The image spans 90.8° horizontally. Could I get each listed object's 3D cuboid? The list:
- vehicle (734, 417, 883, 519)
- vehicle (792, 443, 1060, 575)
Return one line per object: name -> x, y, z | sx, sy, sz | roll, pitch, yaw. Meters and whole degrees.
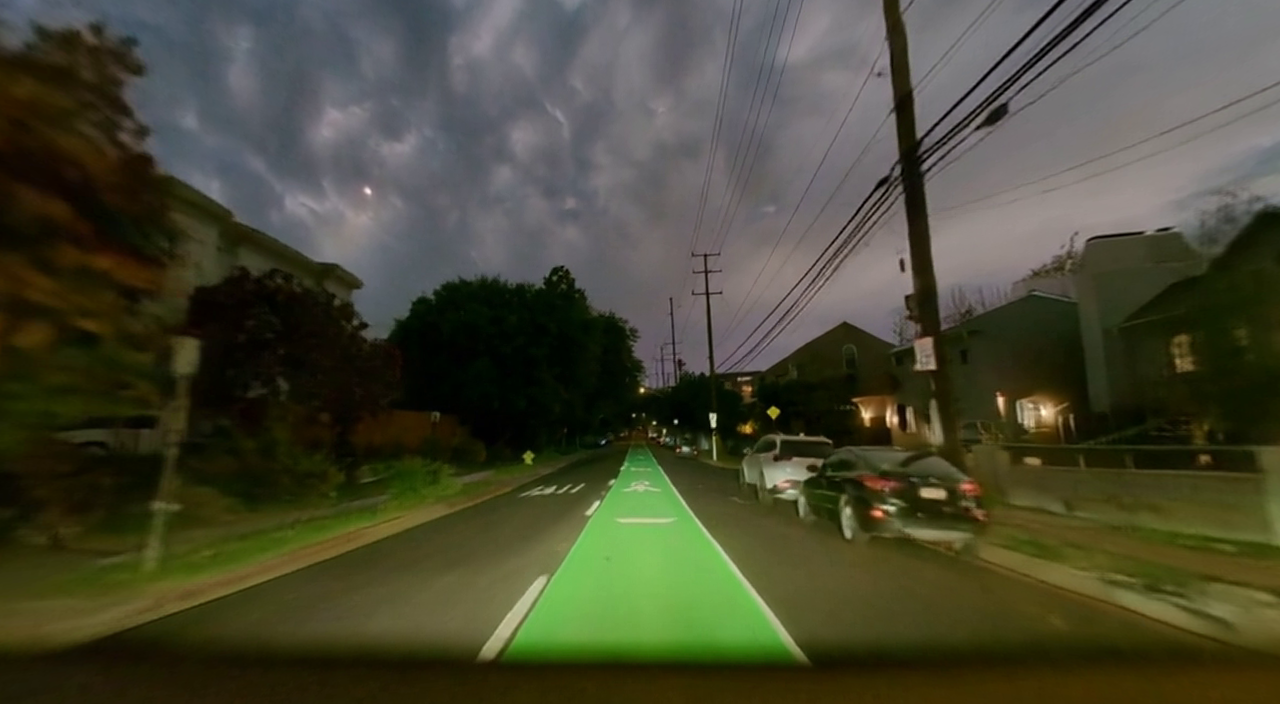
vehicle -> 3.686, 2.749, 14.833 | 2.054, 1.879, 4.717 | 3, -11, -2
vehicle -> 3.834, 2.145, 9.468 | 1.981, 1.512, 4.144 | 0, -9, -1
